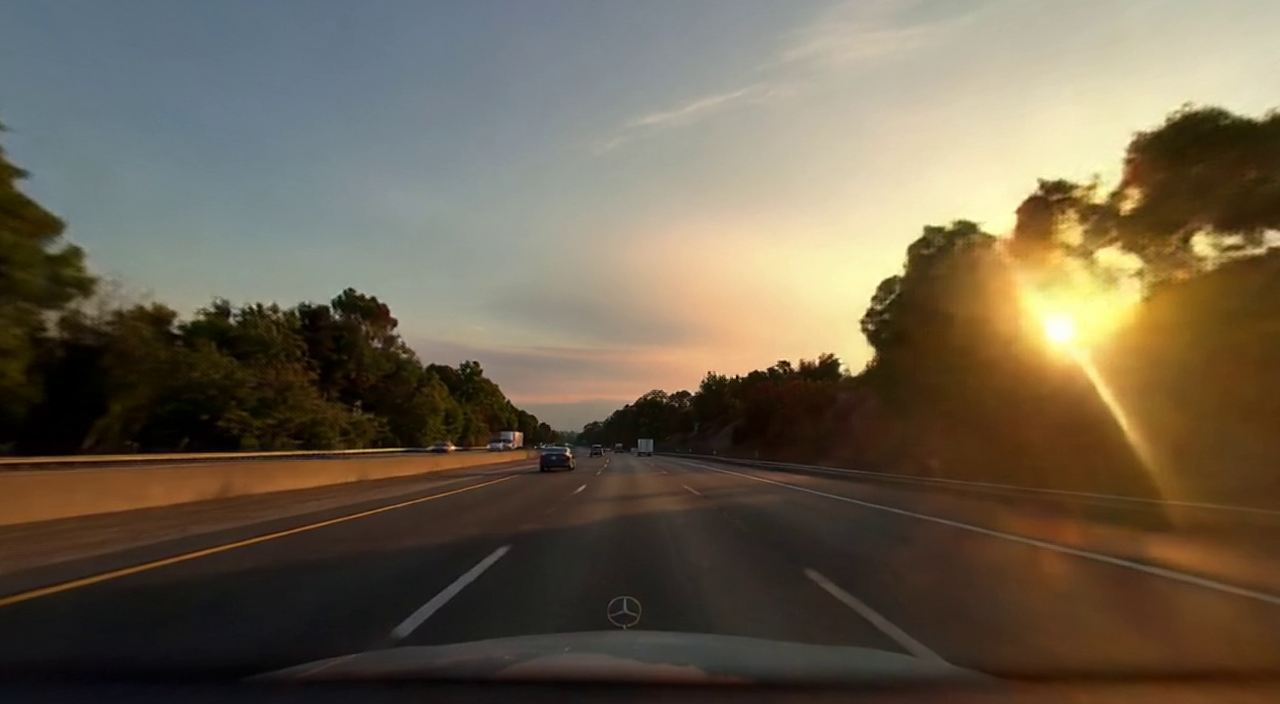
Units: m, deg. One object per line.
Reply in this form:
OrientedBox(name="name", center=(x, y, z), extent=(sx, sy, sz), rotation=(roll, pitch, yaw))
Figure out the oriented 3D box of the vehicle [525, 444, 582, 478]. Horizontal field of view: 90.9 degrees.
OrientedBox(name="vehicle", center=(-4.080, 5.234, 30.512), extent=(2.169, 1.473, 4.631), rotation=(0, -9, -1))
